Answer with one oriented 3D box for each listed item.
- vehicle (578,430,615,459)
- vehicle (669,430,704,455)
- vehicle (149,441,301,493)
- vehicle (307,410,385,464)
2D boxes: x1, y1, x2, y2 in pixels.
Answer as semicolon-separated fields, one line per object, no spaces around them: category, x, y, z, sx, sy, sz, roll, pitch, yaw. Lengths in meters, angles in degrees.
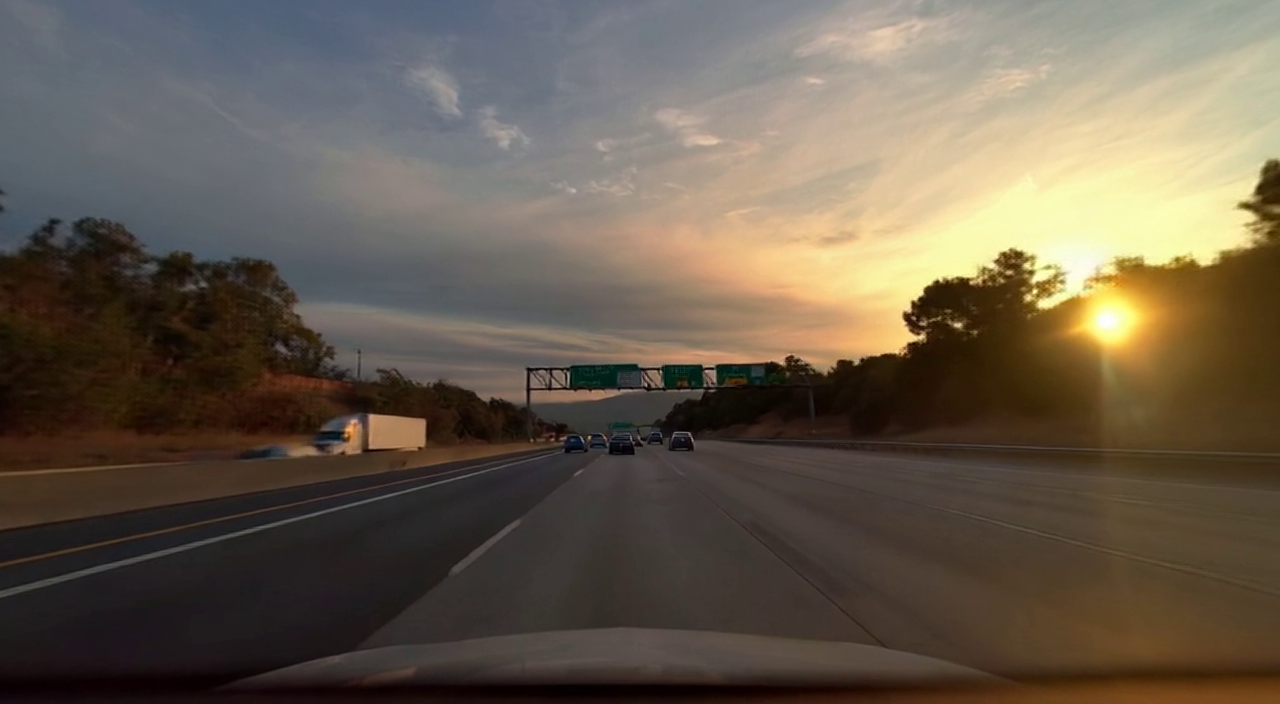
vehicle;-2.593;5.581;38.194;2.119;1.629;3.946;0;-8;-2
vehicle;3.244;6.387;44.587;2.066;1.673;4.225;0;-8;-2
vehicle;-13.527;3.732;20.914;1.971;1.497;4.539;0;-8;0
vehicle;-22.125;6.439;47.769;2.957;3.789;5.977;0;-8;-1
